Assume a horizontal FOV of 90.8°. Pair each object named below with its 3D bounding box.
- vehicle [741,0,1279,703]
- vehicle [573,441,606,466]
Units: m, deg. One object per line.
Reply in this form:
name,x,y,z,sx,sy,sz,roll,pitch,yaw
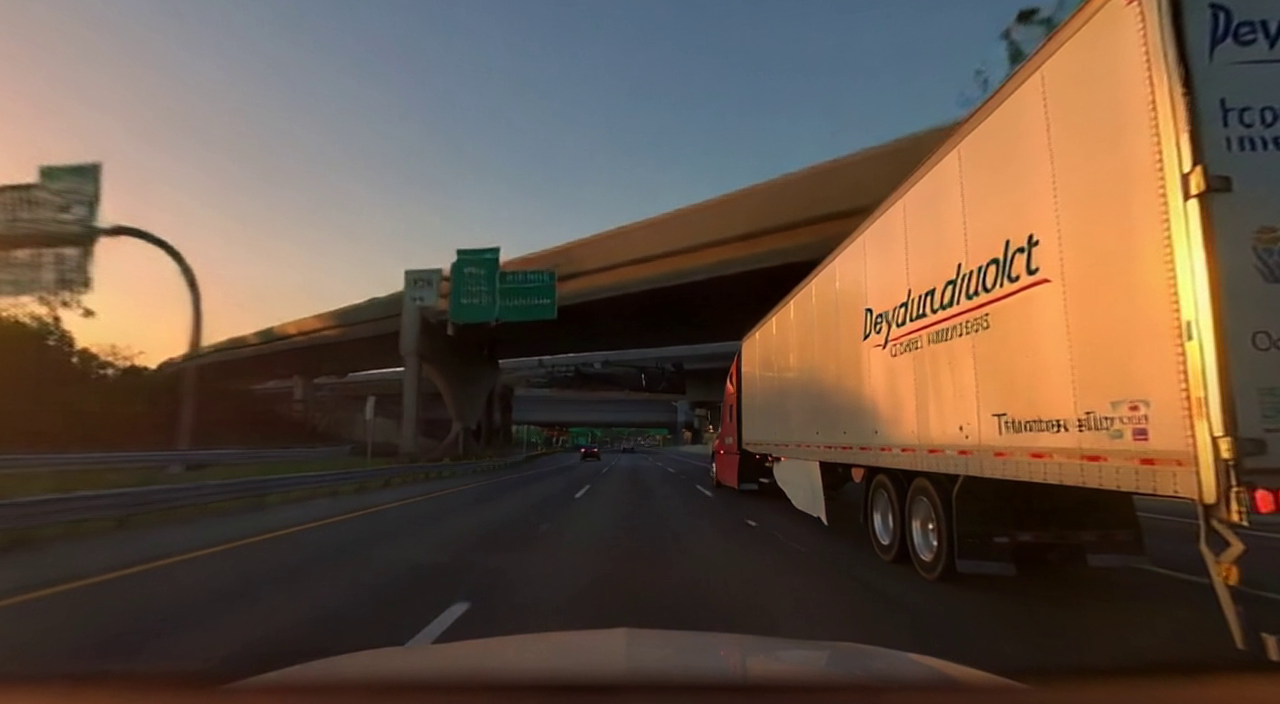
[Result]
vehicle,3.982,0.520,9.241,2.962,4.132,12.720,0,-8,0
vehicle,-3.446,6.994,43.807,2.030,1.657,3.926,0,-8,0
